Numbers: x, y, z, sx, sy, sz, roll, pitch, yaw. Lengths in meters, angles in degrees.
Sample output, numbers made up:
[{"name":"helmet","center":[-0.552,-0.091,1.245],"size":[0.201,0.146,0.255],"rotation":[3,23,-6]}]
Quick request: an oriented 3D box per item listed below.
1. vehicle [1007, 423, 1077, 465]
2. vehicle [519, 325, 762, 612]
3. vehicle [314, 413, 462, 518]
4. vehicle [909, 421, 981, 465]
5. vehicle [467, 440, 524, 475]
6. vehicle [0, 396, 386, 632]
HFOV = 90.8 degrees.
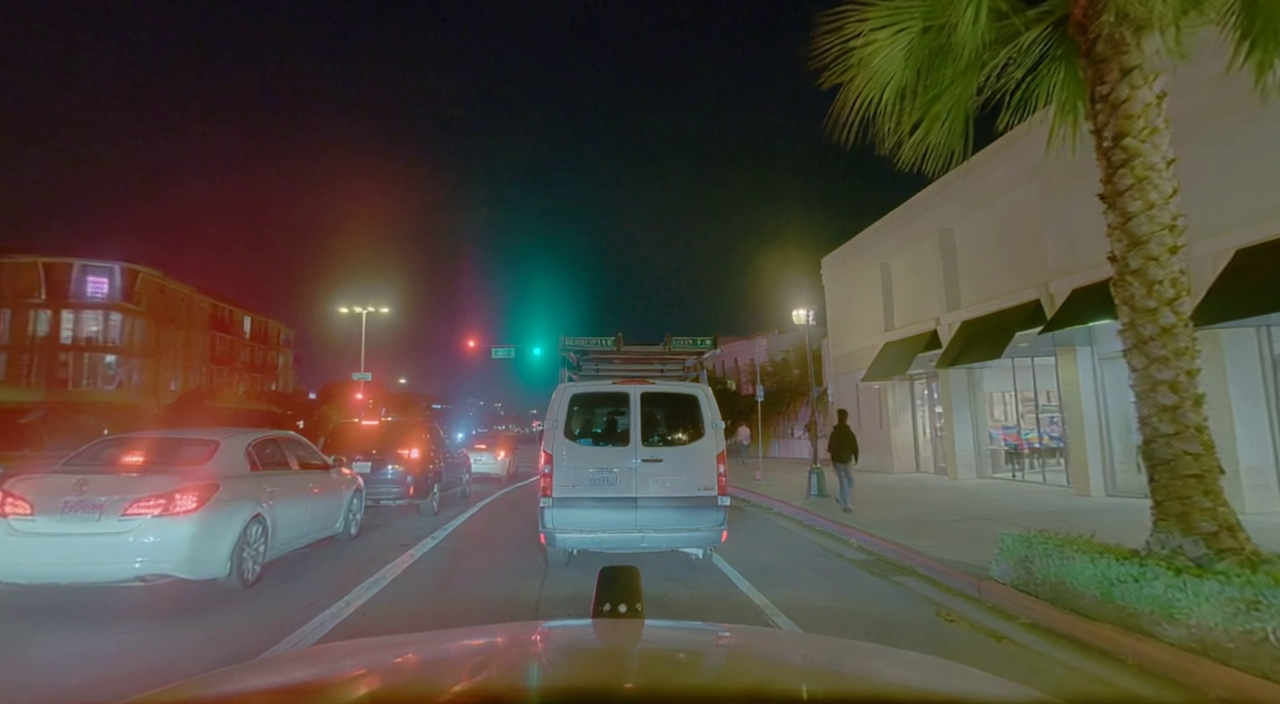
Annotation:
[{"name":"vehicle","center":[15.790,3.617,24.721],"size":[2.048,1.475,3.972],"rotation":[-6,-10,34]},{"name":"vehicle","center":[-0.199,1.216,7.186],"size":[1.902,2.238,4.263],"rotation":[1,-9,-6]},{"name":"vehicle","center":[-5.216,2.411,13.890],"size":[2.089,1.854,5.022],"rotation":[2,-9,-11]},{"name":"vehicle","center":[12.637,3.762,26.044],"size":[2.046,1.675,3.924],"rotation":[-6,-10,33]},{"name":"vehicle","center":[-6.844,4.891,29.577],"size":[1.818,1.479,4.428],"rotation":[4,-9,-22]},{"name":"vehicle","center":[-4.390,1.465,6.666],"size":[1.986,1.643,4.315],"rotation":[1,-9,-6]}]
